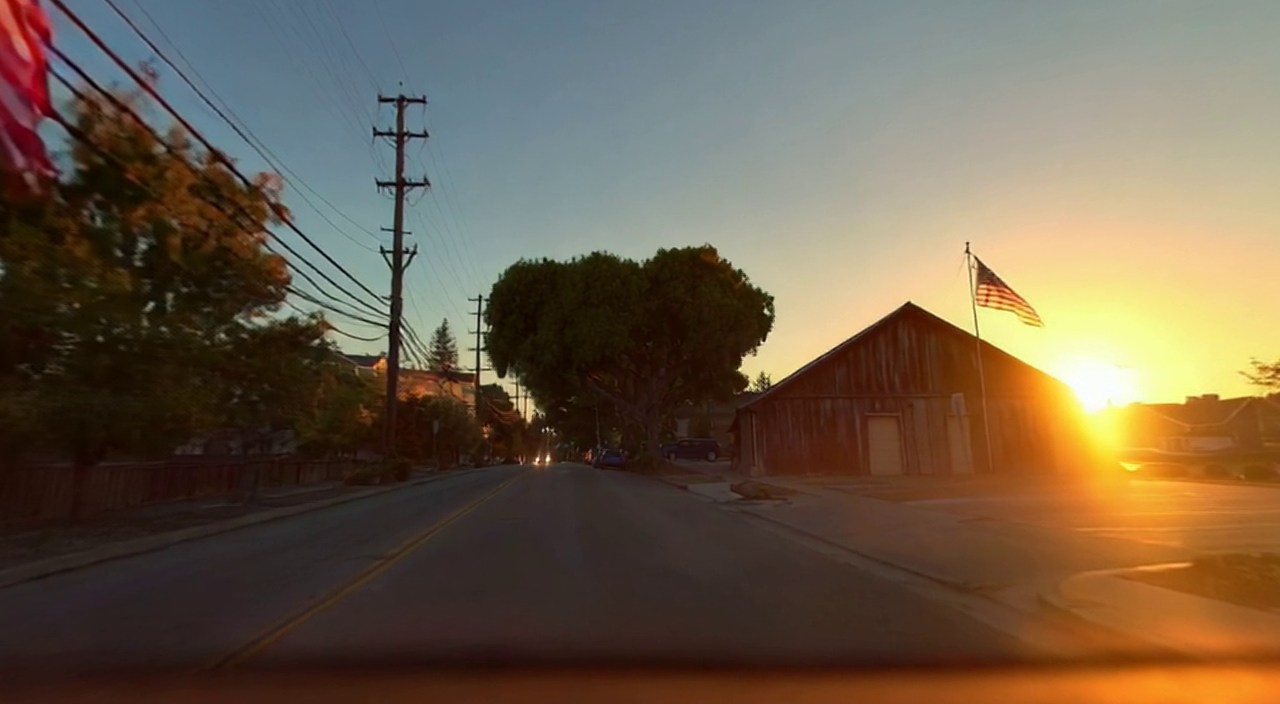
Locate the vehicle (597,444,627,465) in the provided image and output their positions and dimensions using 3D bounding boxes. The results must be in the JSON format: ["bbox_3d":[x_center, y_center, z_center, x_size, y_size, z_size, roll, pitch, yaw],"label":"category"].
[{"bbox_3d":[-2.158,7.622,47.111,1.941,1.460,4.206,1,-9,-7],"label":"vehicle"}]
